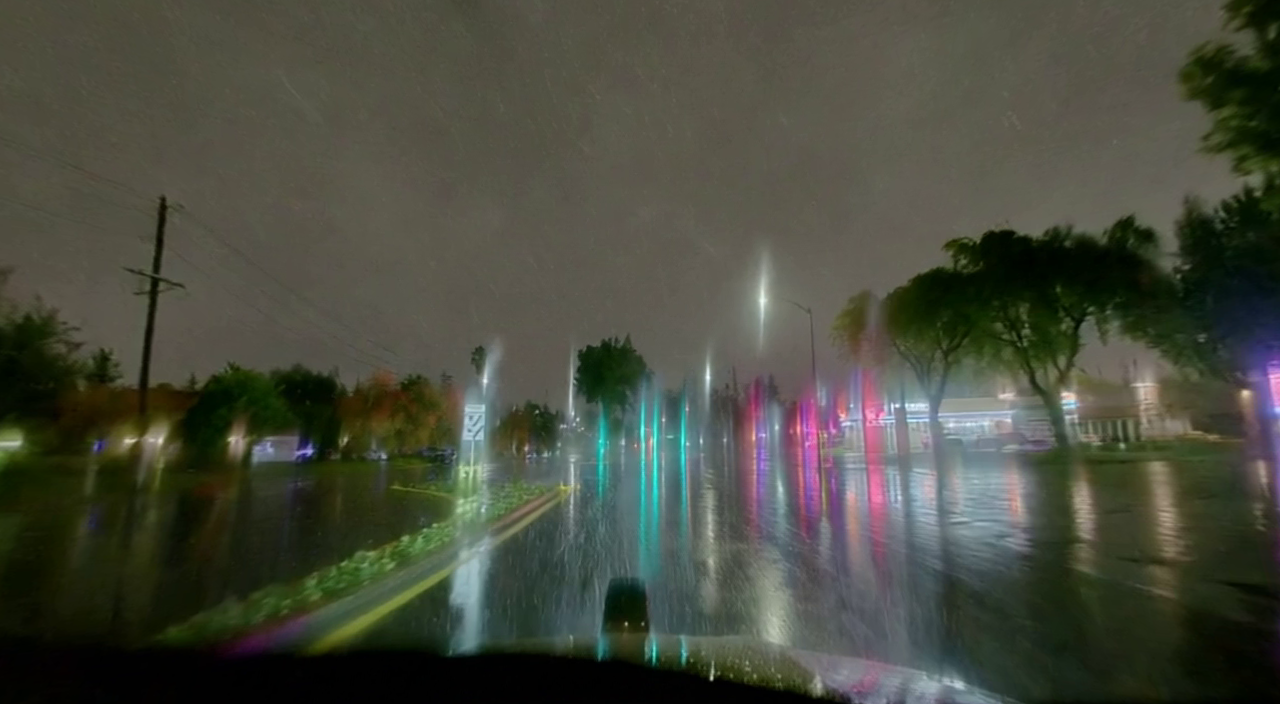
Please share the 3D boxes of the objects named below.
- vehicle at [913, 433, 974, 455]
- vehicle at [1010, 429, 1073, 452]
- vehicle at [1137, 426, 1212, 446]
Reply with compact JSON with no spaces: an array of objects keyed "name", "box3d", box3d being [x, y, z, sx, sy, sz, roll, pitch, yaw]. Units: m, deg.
[{"name":"vehicle","box3d":[22.474,6.844,46.920,2.009,1.533,5.047,0,-8,0]},{"name":"vehicle","box3d":[29.937,6.627,47.114,1.854,1.604,4.333,0,-8,0]},{"name":"vehicle","box3d":[42.149,6.671,49.821,1.921,1.510,4.683,0,-8,2]}]
